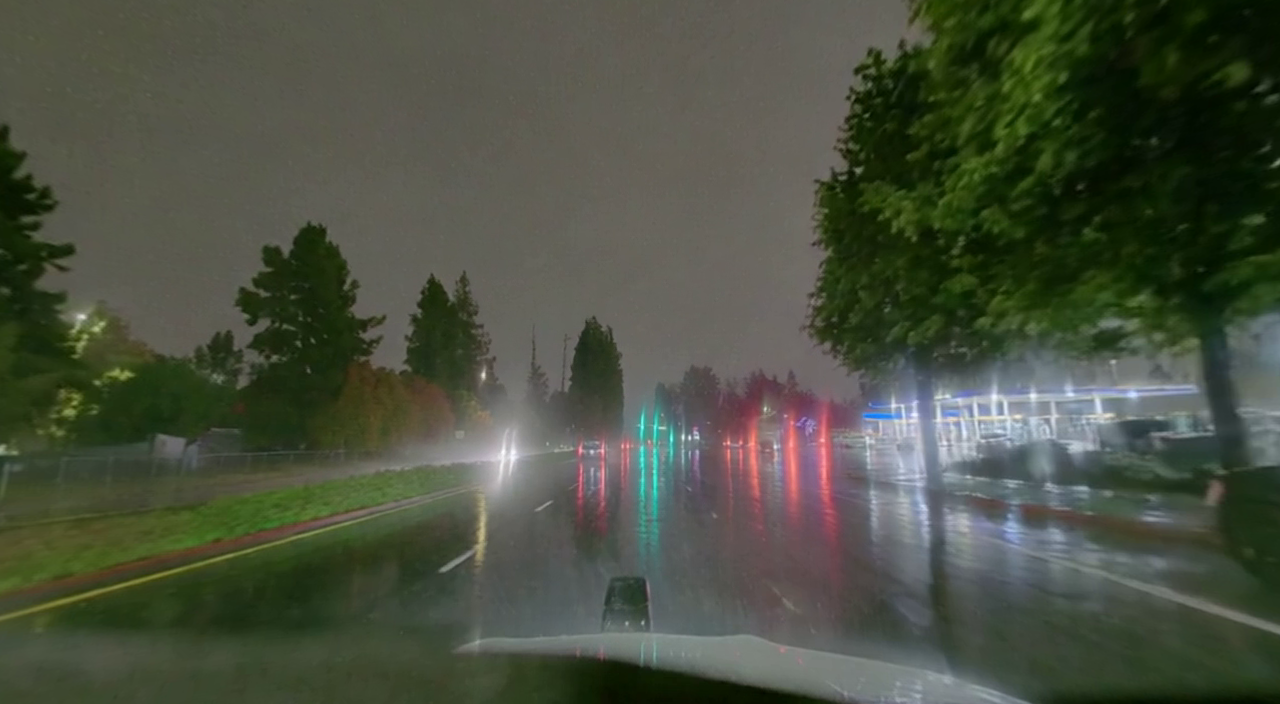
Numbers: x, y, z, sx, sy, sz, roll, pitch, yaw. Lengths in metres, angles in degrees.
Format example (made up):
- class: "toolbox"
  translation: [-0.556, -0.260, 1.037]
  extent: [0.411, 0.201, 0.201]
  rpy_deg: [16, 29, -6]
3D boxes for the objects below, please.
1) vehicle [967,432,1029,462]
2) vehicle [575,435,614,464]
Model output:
- class: "vehicle"
  translation: [20.860, 5.538, 36.676]
  extent: [4.394, 1.624, 1.803]
  rpy_deg: [8, -12, -43]
- class: "vehicle"
  translation: [-2.972, 6.543, 42.391]
  extent: [2.196, 1.801, 4.542]
  rpy_deg: [0, -8, 1]
